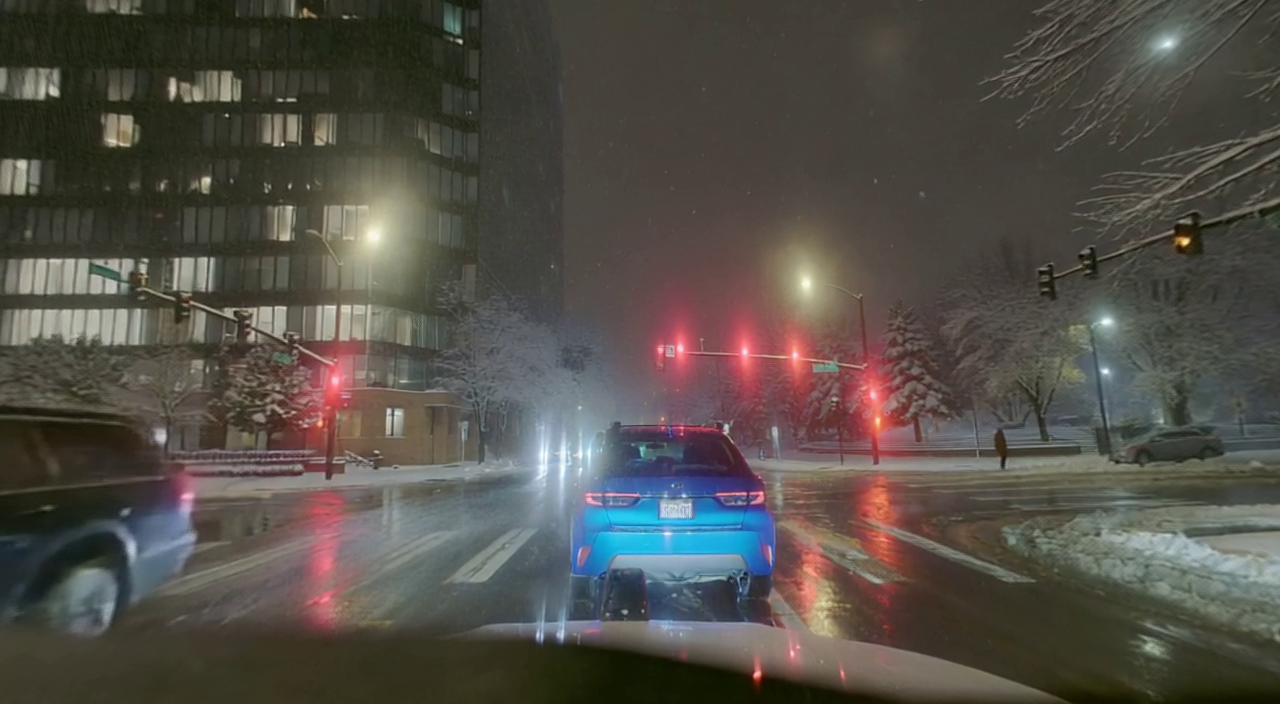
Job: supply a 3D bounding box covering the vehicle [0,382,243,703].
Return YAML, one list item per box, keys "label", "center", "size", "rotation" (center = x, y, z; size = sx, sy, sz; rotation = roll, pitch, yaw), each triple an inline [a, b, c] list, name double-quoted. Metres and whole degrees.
- label: "vehicle"
  center: [-4.465, 1.014, 3.148]
  size: [2.006, 1.756, 4.599]
  rotation: [0, -8, -1]

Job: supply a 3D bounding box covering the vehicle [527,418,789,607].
- label: "vehicle"
  center: [-0.143, 1.653, 7.492]
  size: [1.893, 1.532, 4.145]
  rotation: [2, -9, -16]

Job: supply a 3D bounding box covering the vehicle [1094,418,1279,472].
- label: "vehicle"
  center: [19.122, 3.270, 22.220]
  size: [4.675, 1.772, 1.945]
  rotation: [0, -8, 0]
